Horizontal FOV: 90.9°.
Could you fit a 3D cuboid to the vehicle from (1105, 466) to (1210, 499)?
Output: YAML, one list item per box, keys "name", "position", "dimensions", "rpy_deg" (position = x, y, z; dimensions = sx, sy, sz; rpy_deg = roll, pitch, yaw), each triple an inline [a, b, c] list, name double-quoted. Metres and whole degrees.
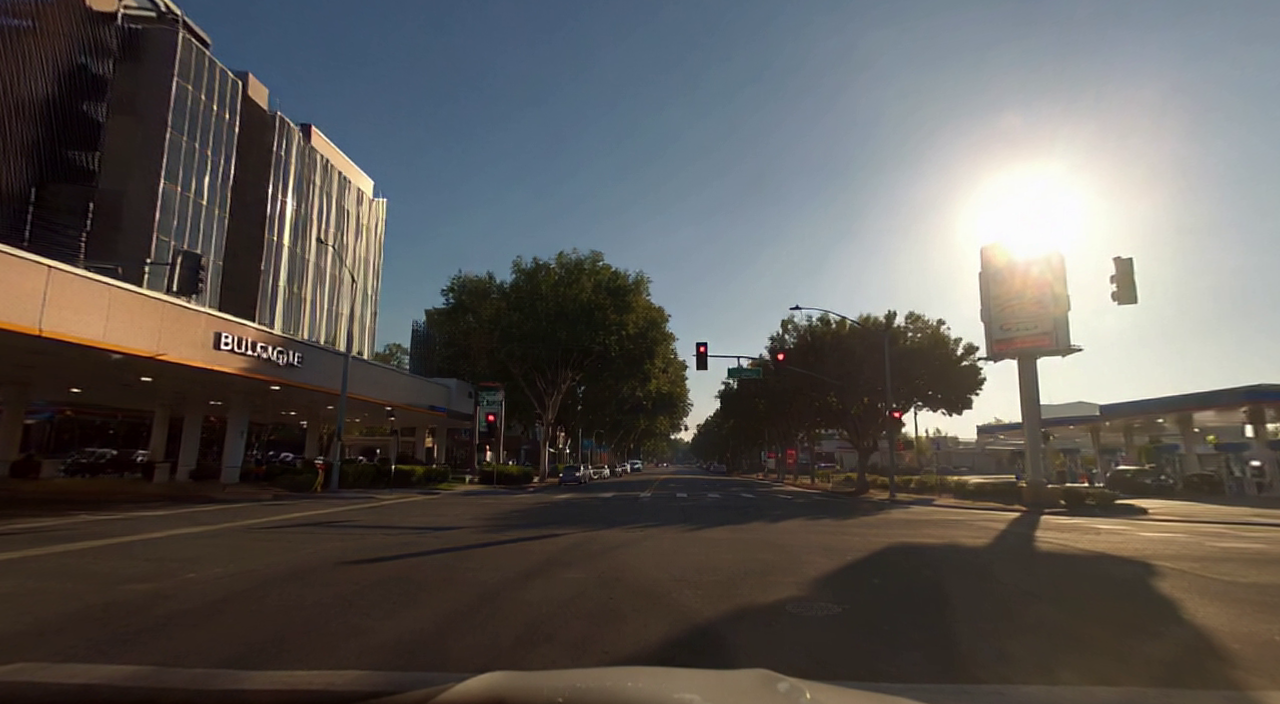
- name: "vehicle"
  position: [28.015, 7.053, 34.331]
  dimensions: [1.897, 1.466, 4.211]
  rpy_deg: [1, -8, -6]
